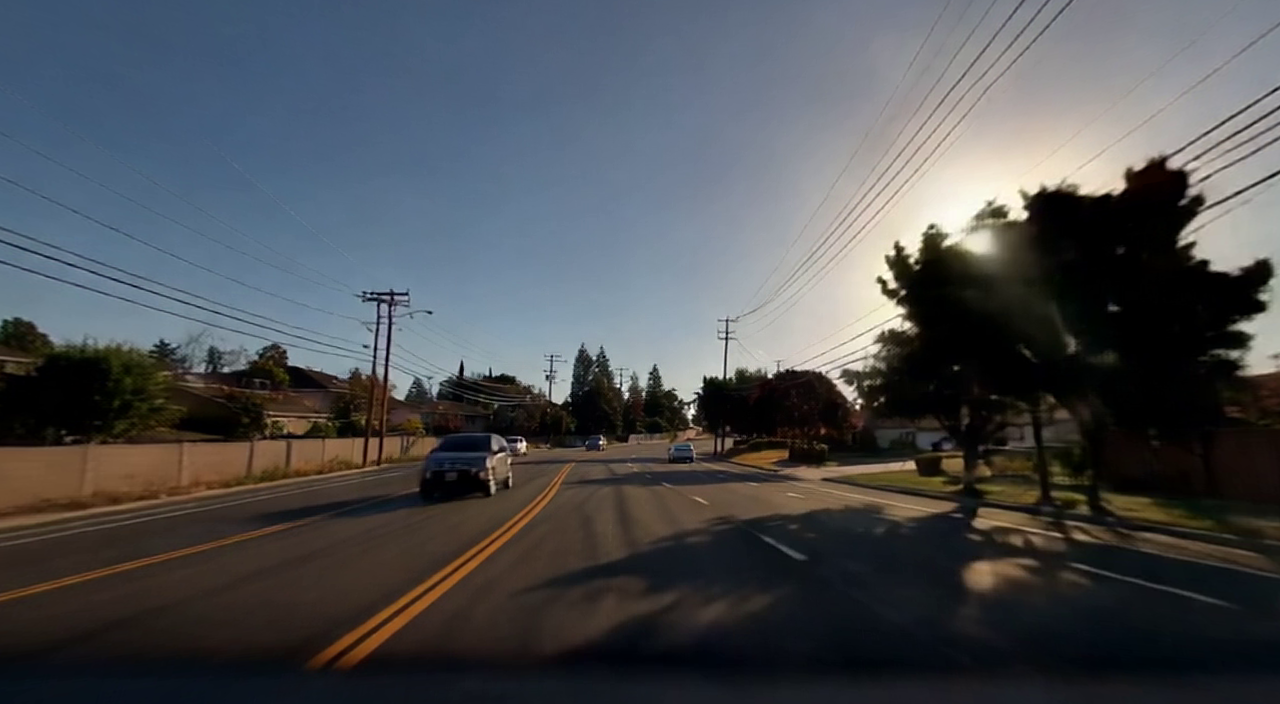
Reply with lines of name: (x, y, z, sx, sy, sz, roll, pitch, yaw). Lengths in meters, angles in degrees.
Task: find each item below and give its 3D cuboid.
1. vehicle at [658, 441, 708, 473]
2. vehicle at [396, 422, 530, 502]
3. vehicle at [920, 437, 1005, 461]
vehicle: (2.079, 5.241, 31.703, 1.982, 1.451, 4.152, 0, -9, -4)
vehicle: (-4.345, 2.798, 16.383, 2.205, 1.769, 4.589, 0, -9, -1)
vehicle: (20.560, 6.189, 40.268, 4.444, 1.479, 1.913, 0, -7, -5)
